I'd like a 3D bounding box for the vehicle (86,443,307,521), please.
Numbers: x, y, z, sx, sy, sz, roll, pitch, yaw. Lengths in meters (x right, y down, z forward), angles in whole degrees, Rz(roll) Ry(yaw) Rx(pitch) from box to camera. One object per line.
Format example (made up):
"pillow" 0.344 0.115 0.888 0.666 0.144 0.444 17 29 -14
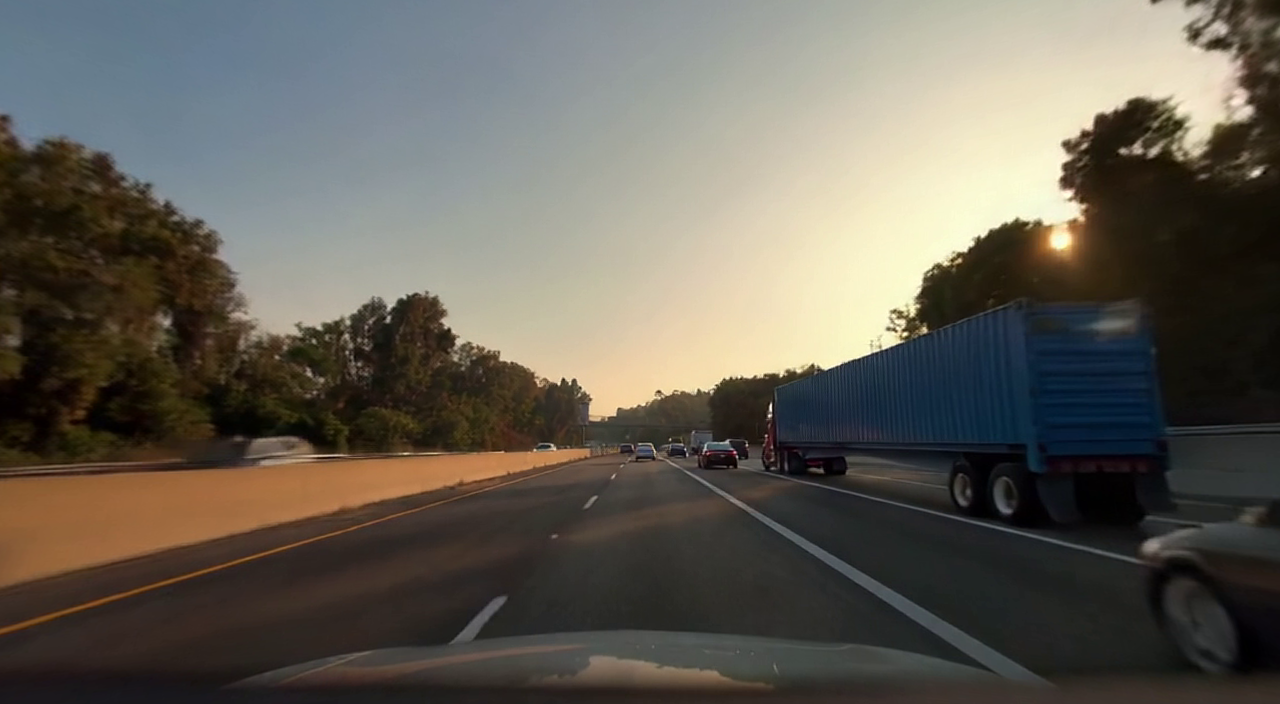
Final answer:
"vehicle" -10.300 2.987 15.142 1.986 1.581 4.469 0 -8 1

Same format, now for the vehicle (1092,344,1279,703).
"vehicle" 3.774 0.671 1.712 1.972 1.693 4.139 0 -8 0

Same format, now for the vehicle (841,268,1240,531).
"vehicle" 7.466 1.331 14.148 2.784 4.002 9.298 0 -8 0

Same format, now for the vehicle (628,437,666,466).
"vehicle" 0.475 6.449 40.885 2.313 1.736 4.215 0 -8 1

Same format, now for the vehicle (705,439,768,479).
"vehicle" 3.924 4.413 26.291 1.888 1.501 4.608 0 -8 0
